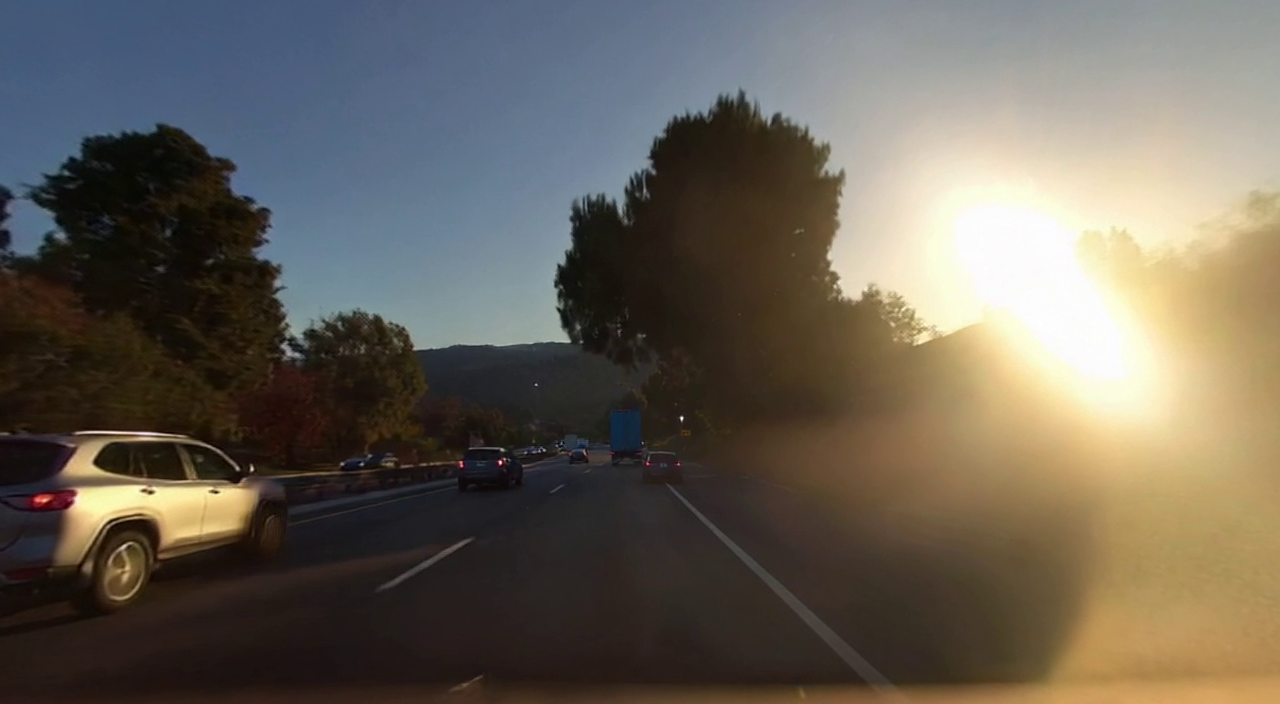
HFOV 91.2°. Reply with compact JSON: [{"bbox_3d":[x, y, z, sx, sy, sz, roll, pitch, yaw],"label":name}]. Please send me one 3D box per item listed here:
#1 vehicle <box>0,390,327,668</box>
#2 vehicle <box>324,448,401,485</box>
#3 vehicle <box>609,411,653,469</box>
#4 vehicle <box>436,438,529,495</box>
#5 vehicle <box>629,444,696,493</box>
[{"bbox_3d":[-4.959,1.376,5.700,2.100,1.671,4.105,0,-9,0],"label":"vehicle"},{"bbox_3d":[-13.210,5.449,30.129,1.899,1.597,4.062,0,-9,-1],"label":"vehicle"},{"bbox_3d":[-0.819,7.090,49.986,3.113,4.066,10.786,0,-9,-2],"label":"vehicle"},{"bbox_3d":[-5.070,3.741,20.767,2.035,1.664,4.064,0,-9,0],"label":"vehicle"},{"bbox_3d":[0.647,3.886,21.233,2.026,1.489,4.045,0,-9,-1],"label":"vehicle"}]
